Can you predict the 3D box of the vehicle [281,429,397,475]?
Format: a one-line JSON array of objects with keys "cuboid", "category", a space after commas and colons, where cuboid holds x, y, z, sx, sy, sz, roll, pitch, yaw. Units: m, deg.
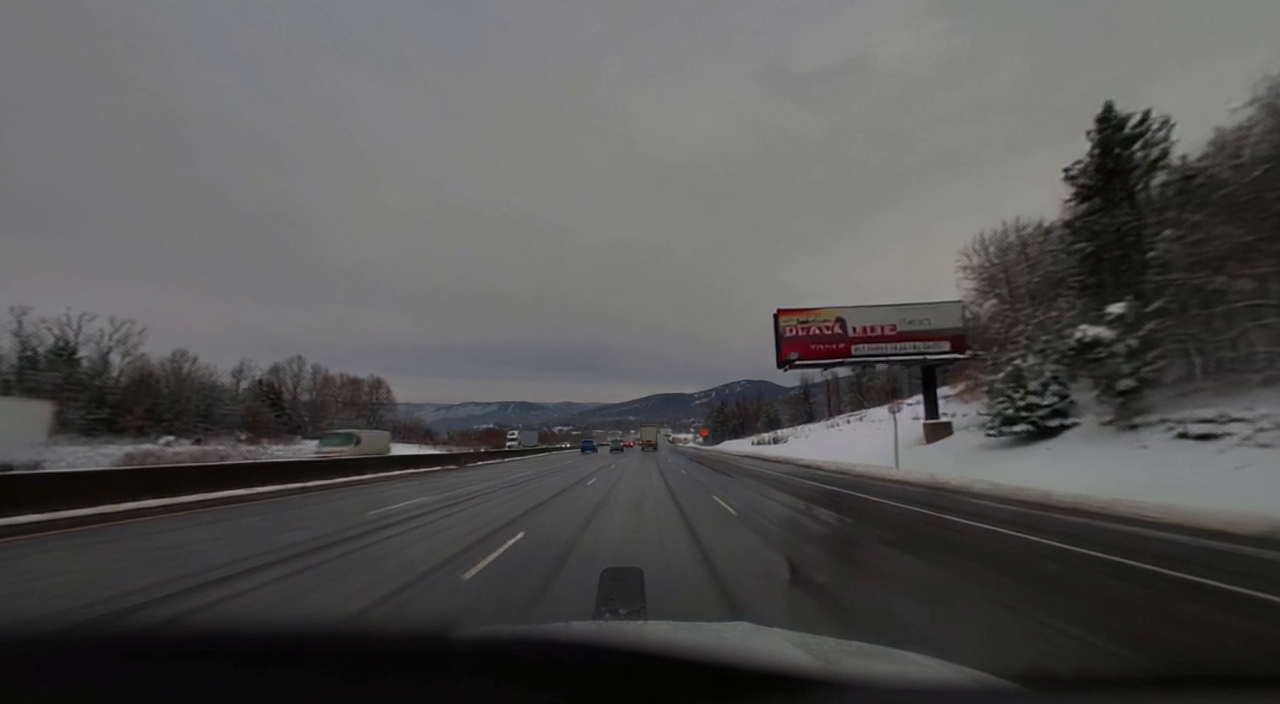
[{"cuboid": [-20.702, 6.957, 44.448, 2.885, 2.821, 10.731, 0, -8, 0], "category": "vehicle"}]
